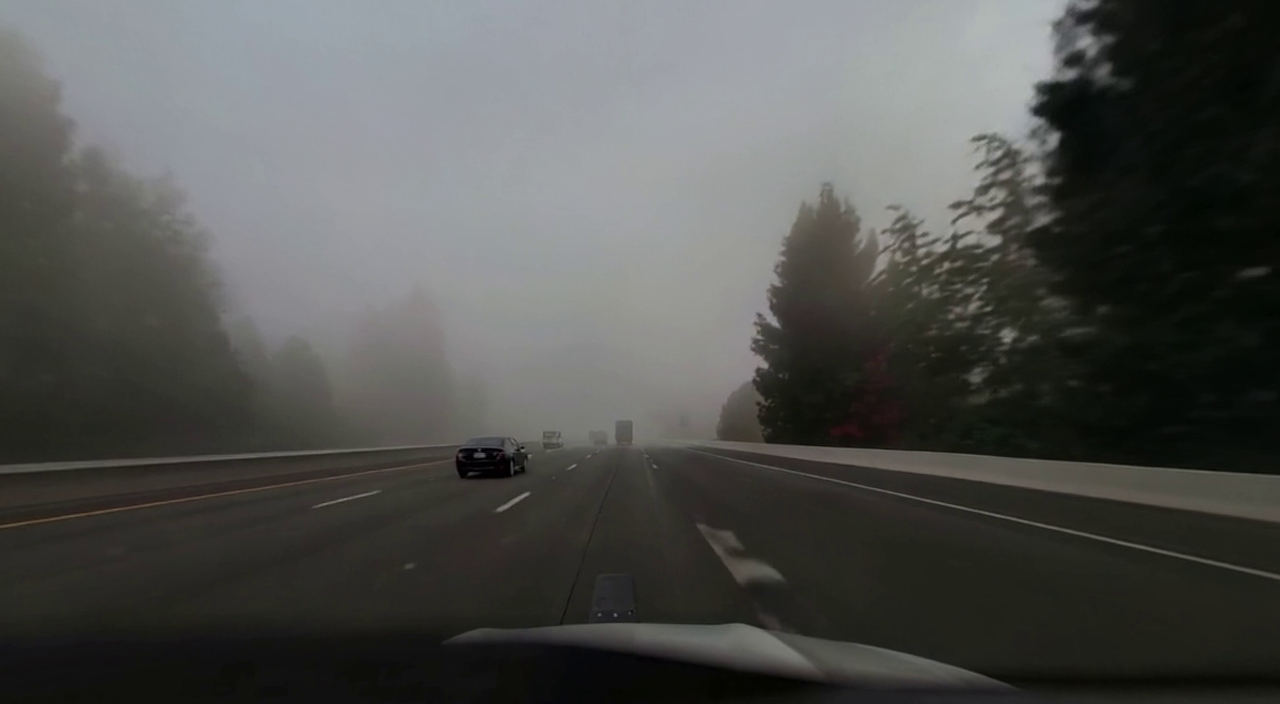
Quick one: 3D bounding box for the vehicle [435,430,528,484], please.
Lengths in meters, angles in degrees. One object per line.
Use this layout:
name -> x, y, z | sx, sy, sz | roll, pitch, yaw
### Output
vehicle -> -4.739, 3.163, 19.385 | 1.912, 1.495, 3.703 | 0, -7, -1
